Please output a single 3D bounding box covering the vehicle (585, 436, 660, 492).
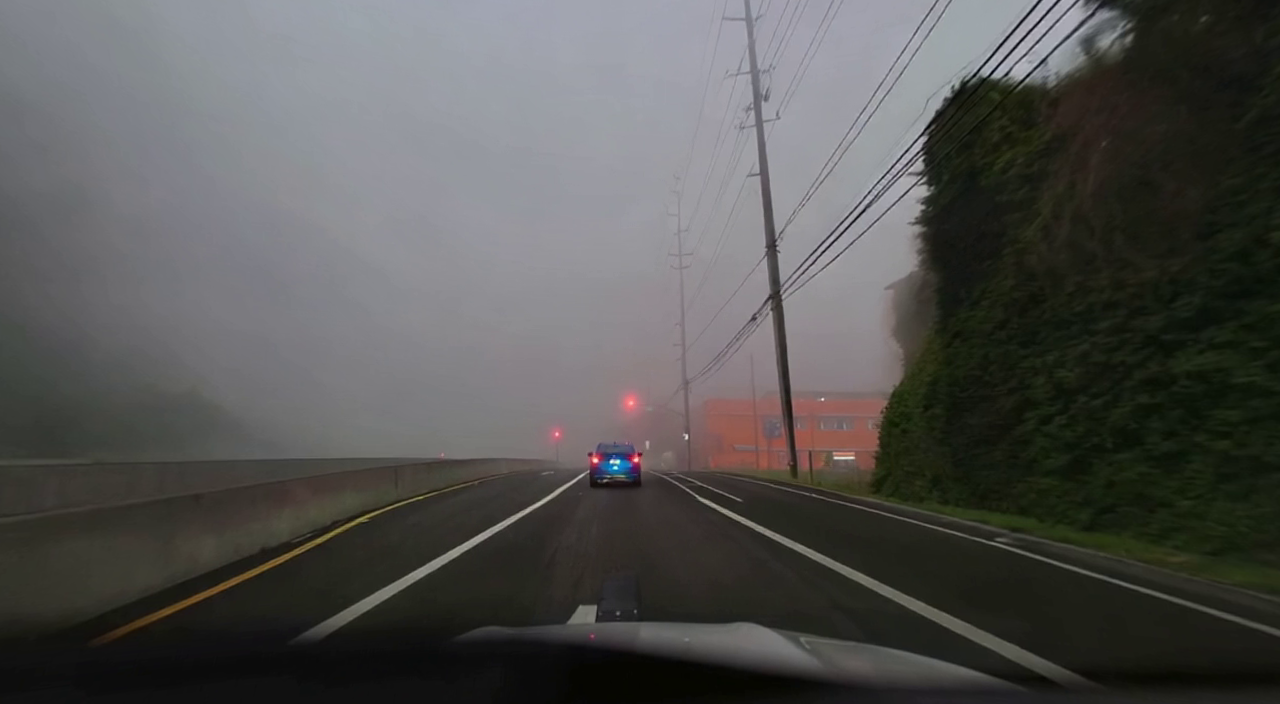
[{"bbox_3d":[-0.600,3.433,19.706,2.123,1.566,3.662,0,-8,-3],"label":"vehicle"}]
